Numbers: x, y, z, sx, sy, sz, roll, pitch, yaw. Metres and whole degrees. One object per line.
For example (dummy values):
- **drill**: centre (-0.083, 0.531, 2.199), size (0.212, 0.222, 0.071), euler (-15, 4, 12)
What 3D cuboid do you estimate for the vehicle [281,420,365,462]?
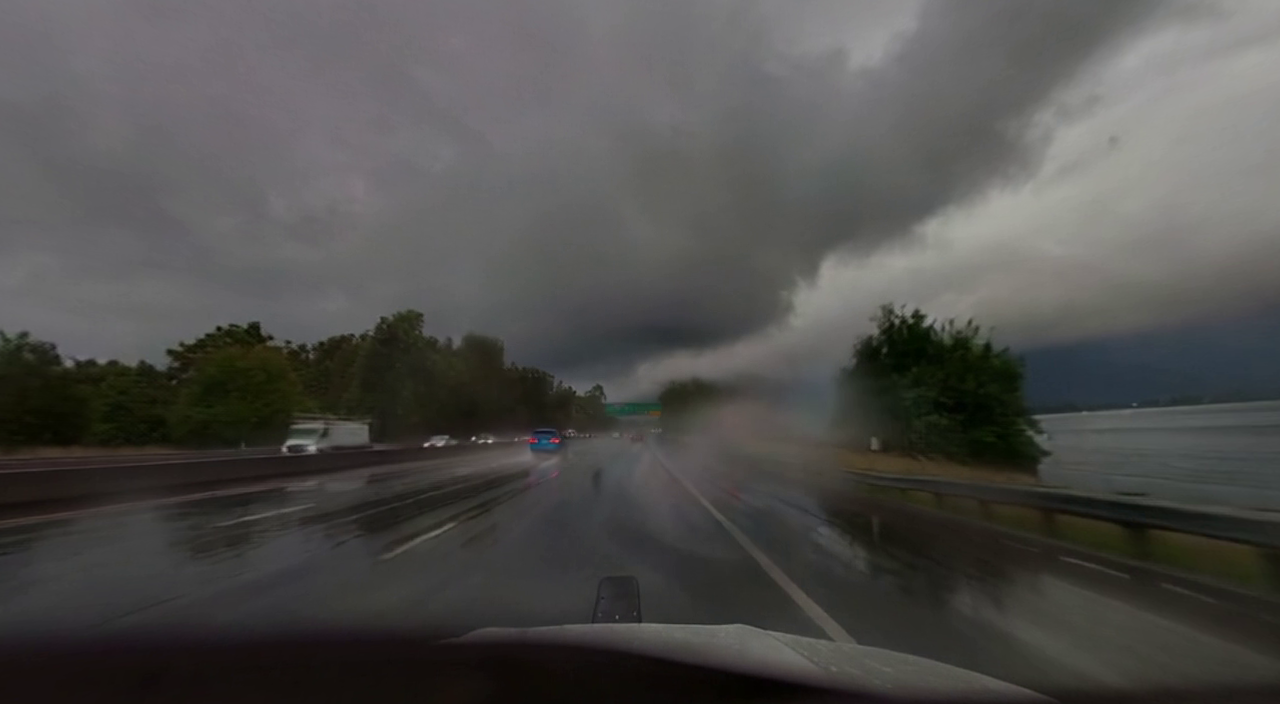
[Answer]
- **vehicle**: centre (-20.177, 5.686, 40.511), size (2.278, 2.502, 5.936), euler (0, -8, 0)

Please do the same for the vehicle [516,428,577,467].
- **vehicle**: centre (-4.231, 4.377, 29.137), size (2.052, 1.626, 4.514), euler (0, -8, 1)
